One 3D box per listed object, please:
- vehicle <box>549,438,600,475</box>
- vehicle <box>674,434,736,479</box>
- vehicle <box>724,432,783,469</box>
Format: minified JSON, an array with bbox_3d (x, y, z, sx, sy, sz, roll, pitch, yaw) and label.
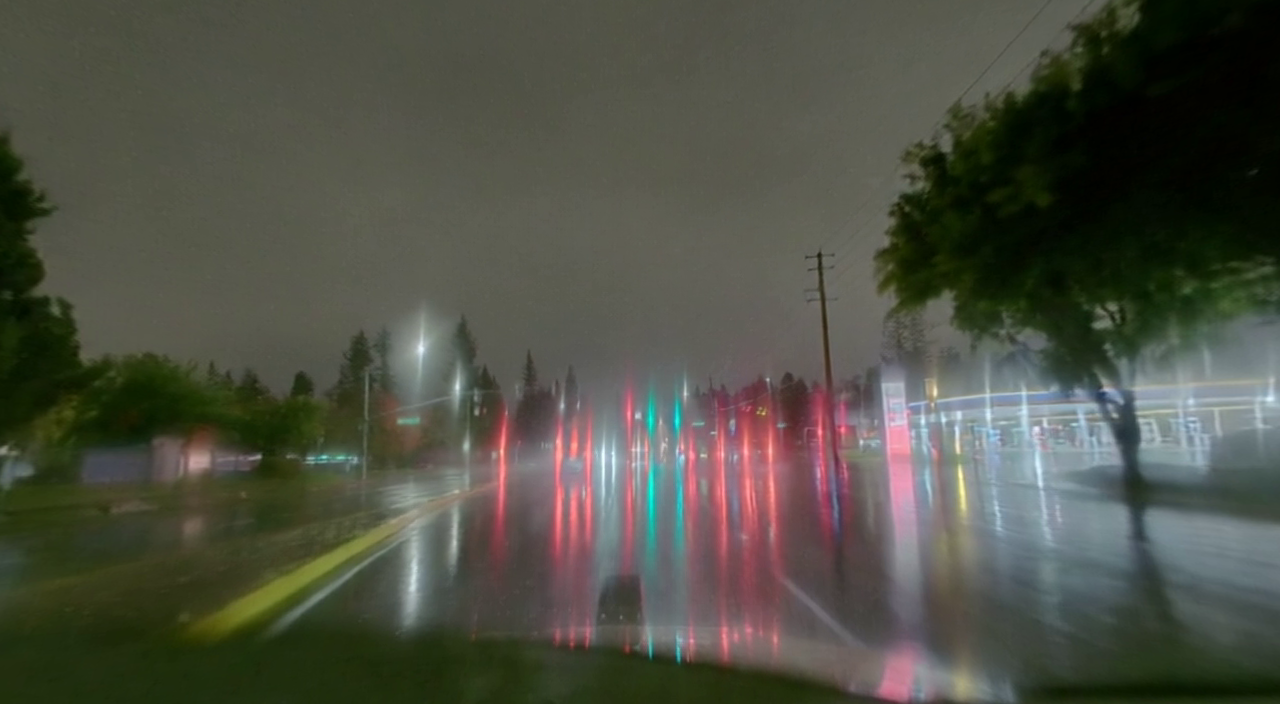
[{"bbox_3d":[-3.400,5.532,33.762,2.261,1.820,4.255,0,-8,0],"label":"vehicle"},{"bbox_3d":[2.774,4.582,28.013,2.140,1.800,4.660,0,-8,-1],"label":"vehicle"},{"bbox_3d":[7.029,6.187,39.824,2.510,2.176,5.527,0,-8,-2],"label":"vehicle"}]
